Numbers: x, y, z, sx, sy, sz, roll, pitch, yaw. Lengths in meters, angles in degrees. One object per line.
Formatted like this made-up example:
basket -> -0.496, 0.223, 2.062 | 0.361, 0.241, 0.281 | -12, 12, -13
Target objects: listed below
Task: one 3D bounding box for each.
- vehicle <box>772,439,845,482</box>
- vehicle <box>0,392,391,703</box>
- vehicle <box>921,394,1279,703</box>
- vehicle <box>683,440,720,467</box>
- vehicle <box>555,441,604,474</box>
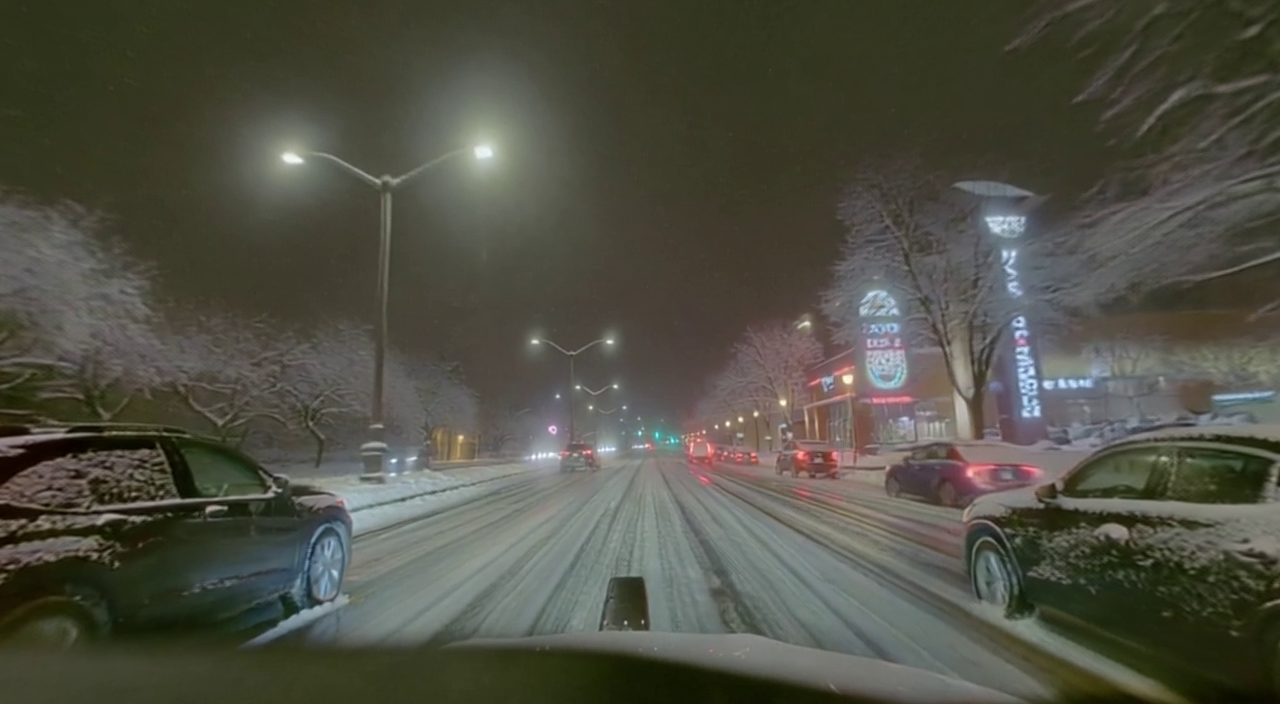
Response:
vehicle -> 7.550, 4.894, 28.759 | 2.003, 1.789, 4.718 | 0, -8, -1
vehicle -> -3.557, 1.086, 3.621 | 2.155, 1.504, 4.776 | 0, -8, 2
vehicle -> 3.341, 1.003, 2.932 | 1.981, 1.499, 4.536 | 0, -8, 0
vehicle -> 4.137, 6.878, 42.919 | 2.007, 1.683, 4.171 | 0, -8, -1
vehicle -> -2.938, 5.210, 31.326 | 1.917, 1.511, 4.436 | 0, -8, 1
